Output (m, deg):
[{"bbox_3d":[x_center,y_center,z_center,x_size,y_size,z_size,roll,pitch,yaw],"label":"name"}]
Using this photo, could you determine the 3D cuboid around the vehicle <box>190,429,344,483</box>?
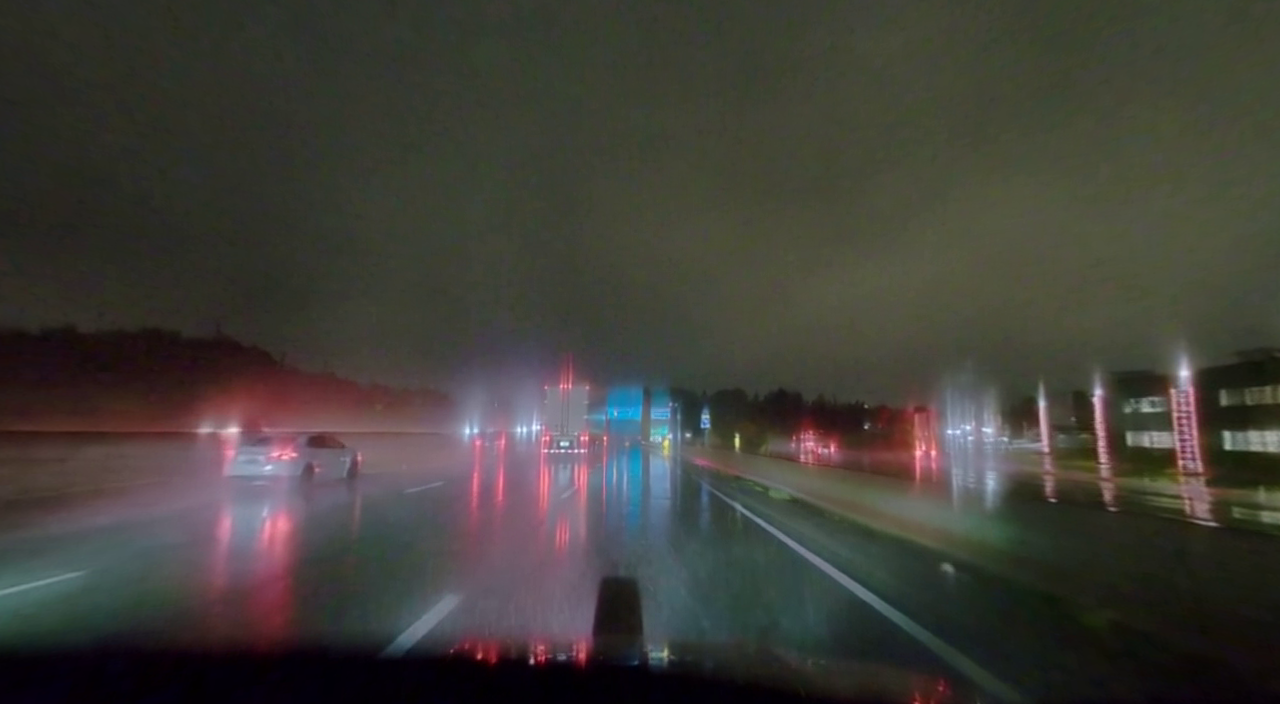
[{"bbox_3d":[-11.292,3.162,19.520,1.959,1.460,4.661,0,-8,0],"label":"vehicle"}]

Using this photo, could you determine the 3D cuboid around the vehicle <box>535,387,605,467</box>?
[{"bbox_3d":[-3.851,4.625,37.812,3.002,3.987,12.477,0,-8,-1],"label":"vehicle"}]

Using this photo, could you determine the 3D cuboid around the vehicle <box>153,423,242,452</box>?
[{"bbox_3d":[-23.765,4.623,33.936,1.811,1.470,4.155,0,-8,-1],"label":"vehicle"}]

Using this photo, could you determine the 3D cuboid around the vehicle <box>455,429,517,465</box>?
[{"bbox_3d":[-7.820,4.856,32.383,2.075,1.691,4.431,0,-8,0],"label":"vehicle"}]
